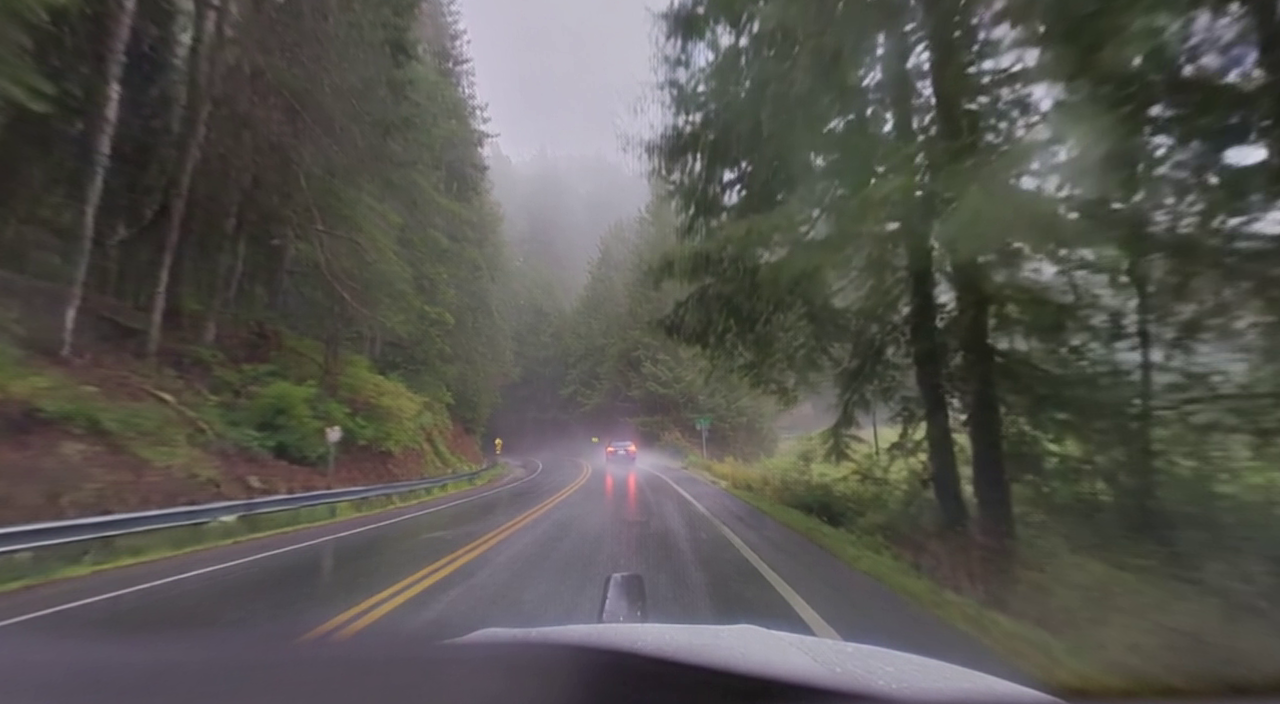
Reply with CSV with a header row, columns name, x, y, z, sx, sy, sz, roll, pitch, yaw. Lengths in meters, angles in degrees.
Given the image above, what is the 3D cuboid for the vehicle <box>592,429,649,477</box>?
name,x,y,z,sx,sy,sz,roll,pitch,yaw
vehicle,-1.020,4.946,31.061,2.469,1.953,5.605,-3,-8,-3
